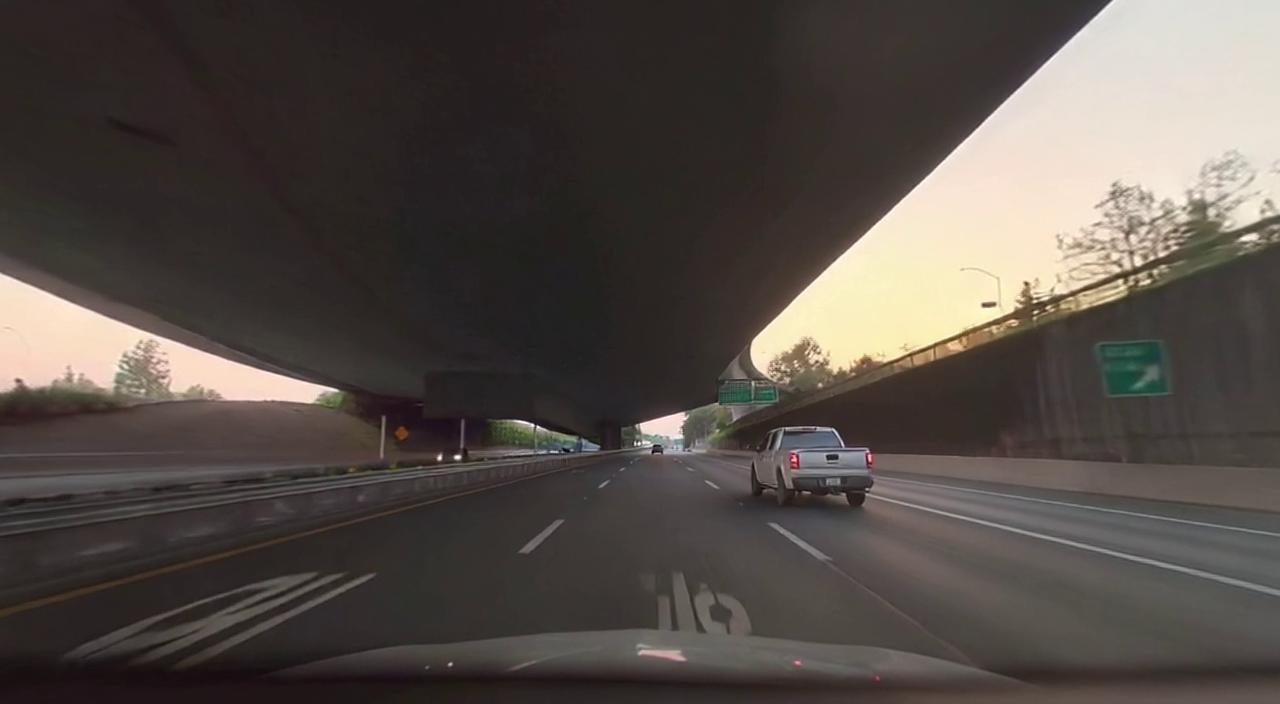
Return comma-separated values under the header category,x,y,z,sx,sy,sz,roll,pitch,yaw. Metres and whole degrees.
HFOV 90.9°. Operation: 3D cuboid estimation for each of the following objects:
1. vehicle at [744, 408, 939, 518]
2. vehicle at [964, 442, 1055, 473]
category,x,y,z,sx,sy,sz,roll,pitch,yaw
vehicle,4.209,2.460,14.537,2.505,2.020,5.532,0,-8,-2
vehicle,19.916,5.691,34.229,1.911,1.577,4.477,1,-9,-5
